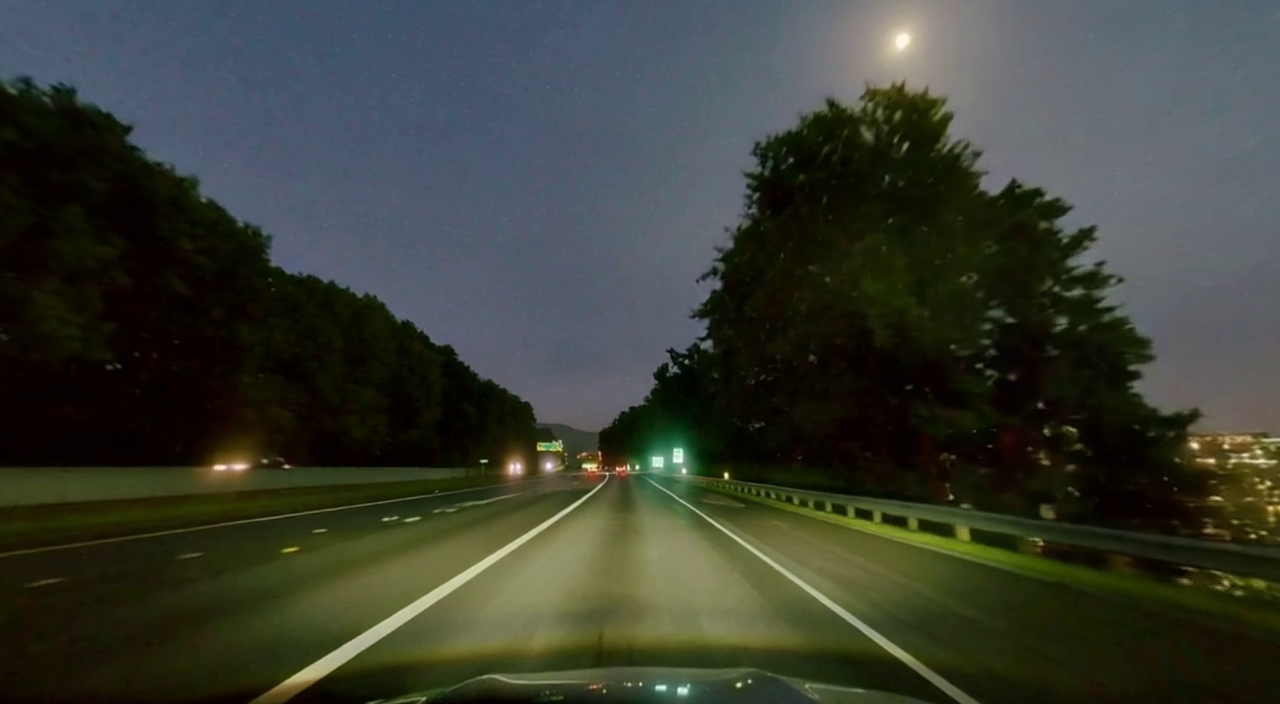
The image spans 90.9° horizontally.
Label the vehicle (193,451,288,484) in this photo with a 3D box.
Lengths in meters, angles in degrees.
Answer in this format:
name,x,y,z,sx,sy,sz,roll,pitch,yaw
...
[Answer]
name,x,y,z,sx,sy,sz,roll,pitch,yaw
vehicle,-21.031,6.129,33.427,1.989,1.626,4.677,1,-10,-1
